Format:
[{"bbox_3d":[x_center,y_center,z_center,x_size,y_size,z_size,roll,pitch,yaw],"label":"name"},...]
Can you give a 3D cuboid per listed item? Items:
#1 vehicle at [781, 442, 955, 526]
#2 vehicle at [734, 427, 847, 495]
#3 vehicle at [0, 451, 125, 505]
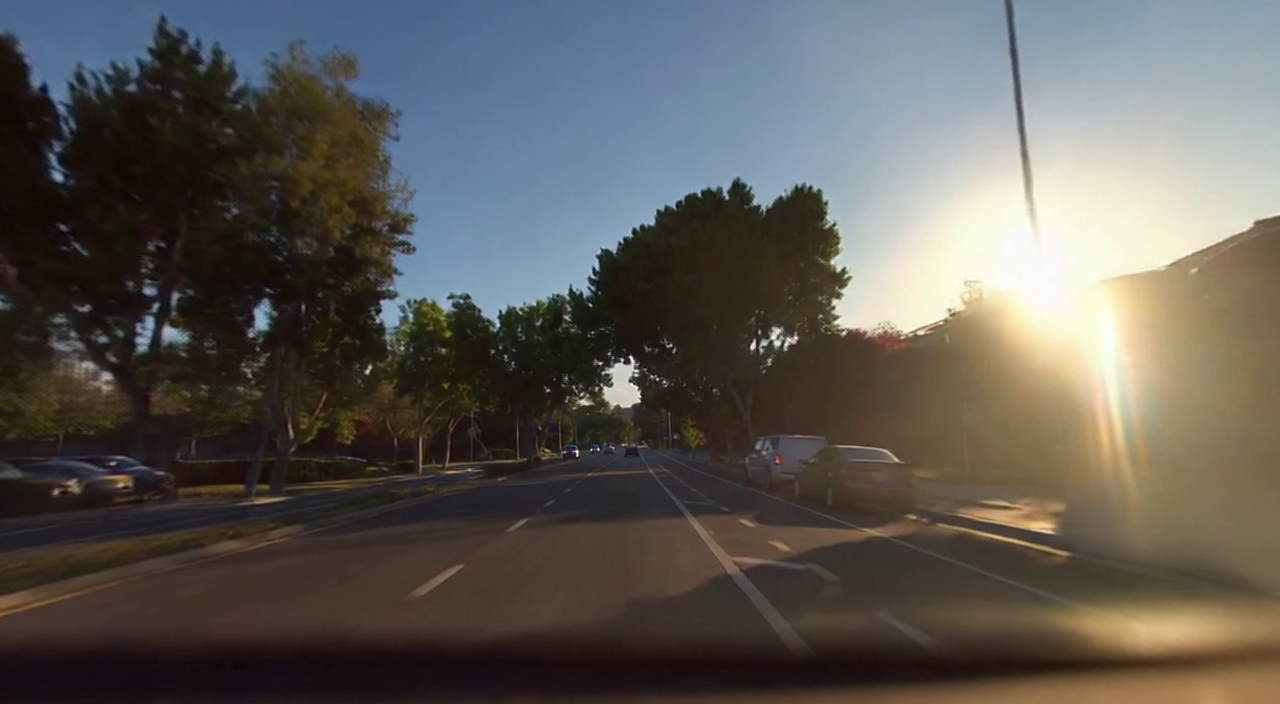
[{"bbox_3d":[4.426,2.607,13.112,1.935,1.433,4.241,0,-8,-2],"label":"vehicle"},{"bbox_3d":[4.514,3.356,19.884,2.115,1.843,5.141,0,-8,-2],"label":"vehicle"},{"bbox_3d":[-23.204,4.719,23.814,5.368,1.867,2.307,4,-9,-28],"label":"vehicle"}]
